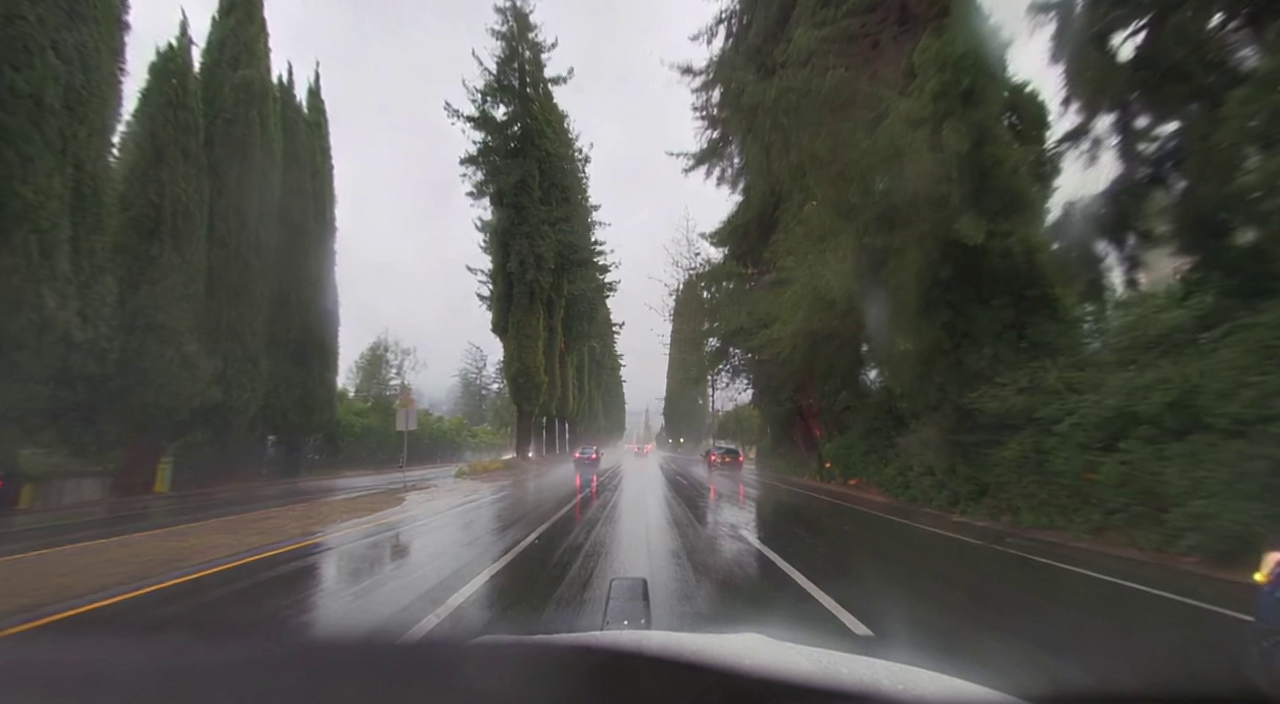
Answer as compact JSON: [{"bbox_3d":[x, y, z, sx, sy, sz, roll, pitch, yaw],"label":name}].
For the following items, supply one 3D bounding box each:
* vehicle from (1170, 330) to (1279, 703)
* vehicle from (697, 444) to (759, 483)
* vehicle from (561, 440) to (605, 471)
[{"bbox_3d":[3.419,0.526,0.455,2.182,1.744,4.464,0,-9,1],"label":"vehicle"},{"bbox_3d":[3.539,4.573,26.169,1.906,1.468,4.422,0,-9,-1],"label":"vehicle"},{"bbox_3d":[-3.255,6.056,37.037,2.066,1.725,4.241,0,-9,2],"label":"vehicle"}]
